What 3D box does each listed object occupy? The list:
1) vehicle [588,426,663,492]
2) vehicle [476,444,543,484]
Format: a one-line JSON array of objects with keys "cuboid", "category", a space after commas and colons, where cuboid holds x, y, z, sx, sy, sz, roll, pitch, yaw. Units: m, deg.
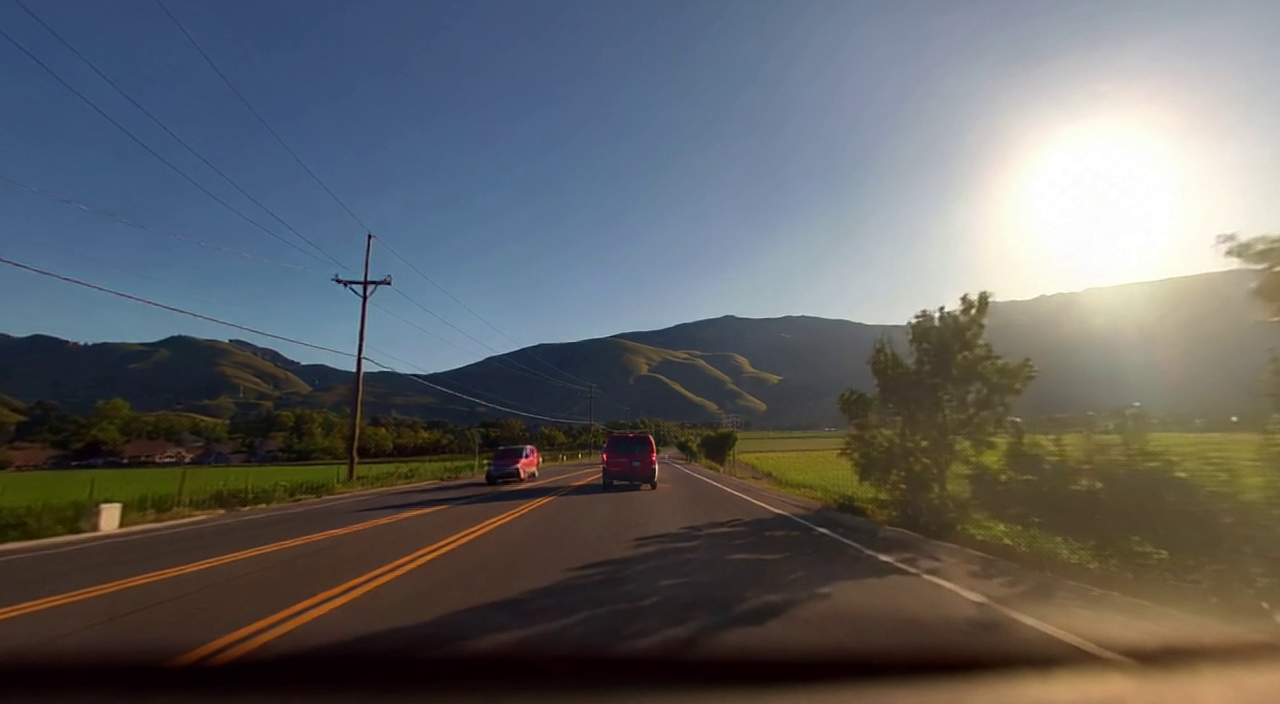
[{"cuboid": [-0.442, 3.834, 22.948, 2.454, 2.144, 4.535, 0, -8, 1], "category": "vehicle"}, {"cuboid": [-6.453, 5.554, 31.630, 2.120, 1.804, 4.392, -1, -8, 5], "category": "vehicle"}]
